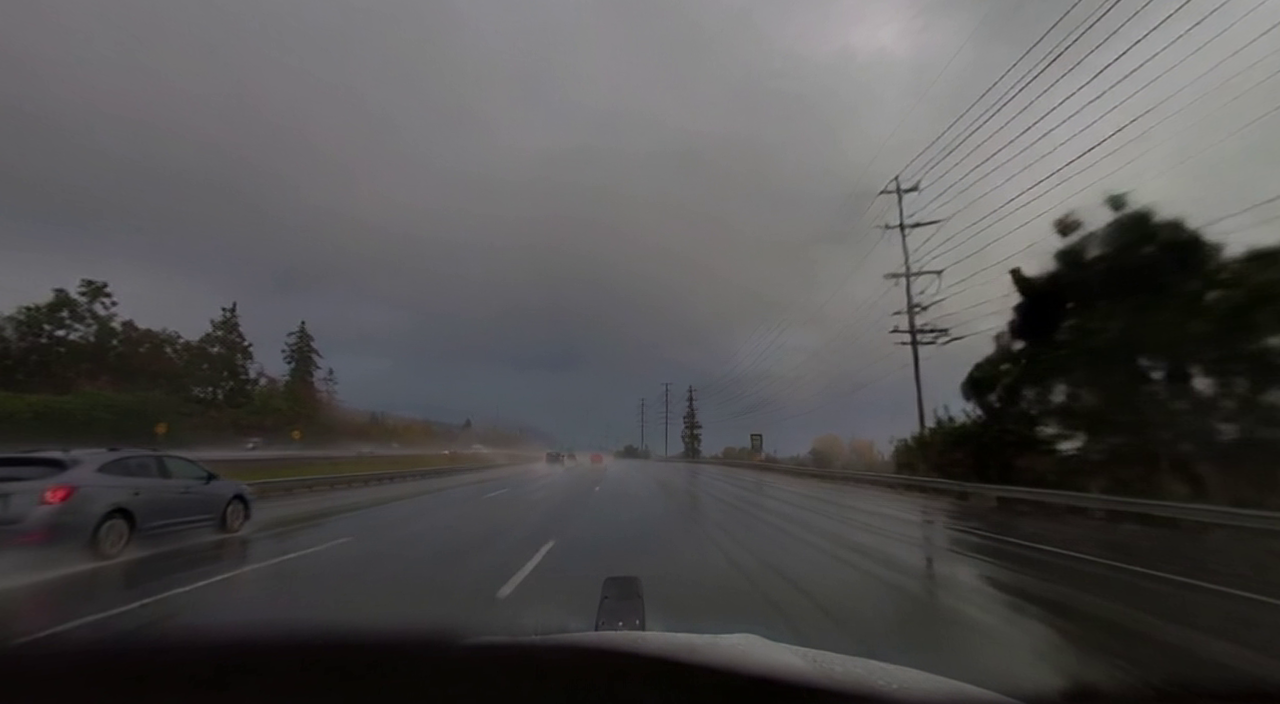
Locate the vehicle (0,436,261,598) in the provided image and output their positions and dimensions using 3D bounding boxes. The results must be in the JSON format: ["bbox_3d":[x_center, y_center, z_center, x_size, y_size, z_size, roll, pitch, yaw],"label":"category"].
[{"bbox_3d":[-7.081,1.861,7.877,1.999,1.527,4.238,0,-9,0],"label":"vehicle"}]
